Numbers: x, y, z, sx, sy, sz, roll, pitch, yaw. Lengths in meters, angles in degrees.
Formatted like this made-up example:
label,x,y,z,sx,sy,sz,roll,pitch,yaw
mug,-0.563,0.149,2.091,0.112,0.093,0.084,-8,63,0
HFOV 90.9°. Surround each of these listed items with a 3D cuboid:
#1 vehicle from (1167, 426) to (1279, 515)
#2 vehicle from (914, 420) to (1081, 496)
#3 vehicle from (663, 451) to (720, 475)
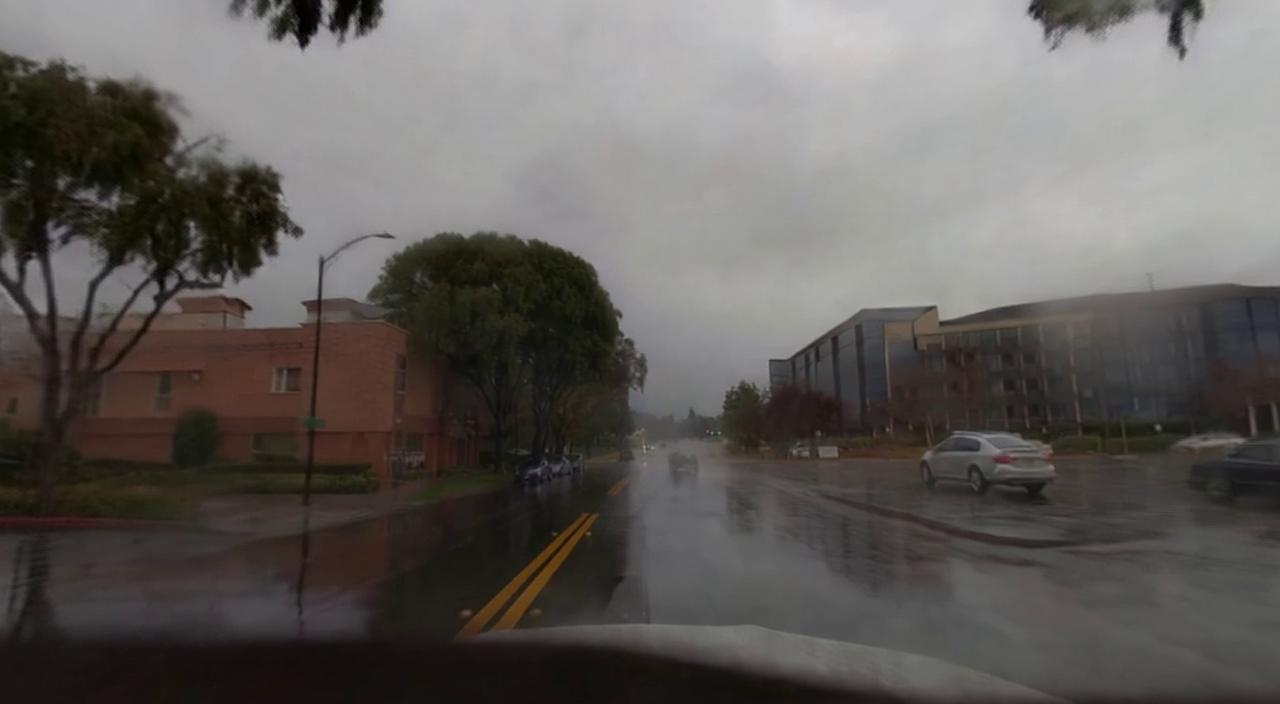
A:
label,x,y,z,sx,sy,sz,roll,pitch,yaw
vehicle,12.178,2.070,11.054,1.903,1.528,4.374,0,-9,-3
vehicle,9.795,3.046,17.845,2.018,1.840,4.662,-1,-11,1
vehicle,3.876,8.525,48.360,2.097,1.740,4.277,6,-11,-34
